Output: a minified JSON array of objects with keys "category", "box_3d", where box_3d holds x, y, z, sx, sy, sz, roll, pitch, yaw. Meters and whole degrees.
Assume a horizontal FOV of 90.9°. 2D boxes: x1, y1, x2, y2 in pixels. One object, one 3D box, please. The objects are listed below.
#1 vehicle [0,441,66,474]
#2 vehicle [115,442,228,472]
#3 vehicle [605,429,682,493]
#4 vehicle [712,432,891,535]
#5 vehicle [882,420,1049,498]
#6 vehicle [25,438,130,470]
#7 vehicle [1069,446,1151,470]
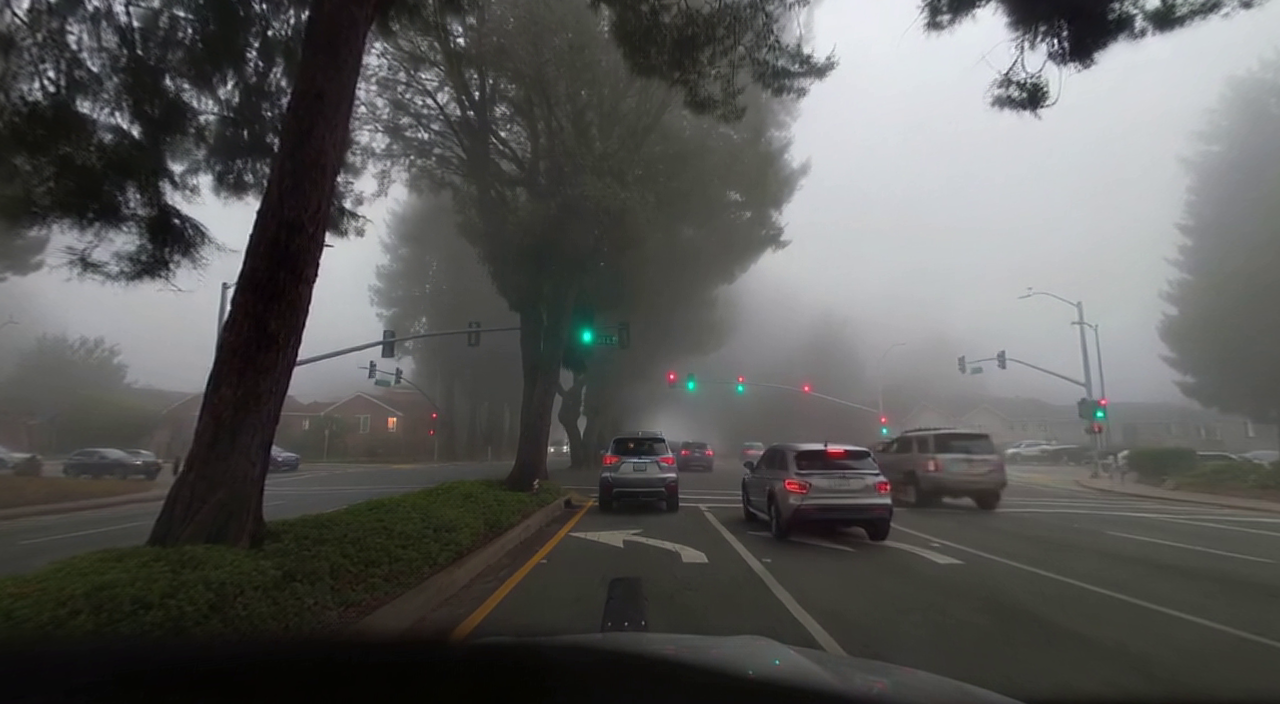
[{"category":"vehicle","box_3d":[-35.037,5.808,34.871,4.465,1.693,1.959,2,-9,-1]},{"category":"vehicle","box_3d":[-26.346,5.921,35.564,4.724,1.630,1.968,0,-8,-3]},{"category":"vehicle","box_3d":[0.024,3.239,19.087,2.099,1.705,4.020,0,-8,-2]},{"category":"vehicle","box_3d":[2.598,2.241,11.407,2.009,1.480,4.423,0,-8,-1]},{"category":"vehicle","box_3d":[9.348,3.124,18.790,2.207,1.990,5.173,0,-8,0]},{"category":"vehicle","box_3d":[-36.882,6.668,41.432,4.771,1.778,2.032,3,-8,-3]},{"category":"vehicle","box_3d":[33.067,7.427,44.419,4.215,1.618,1.949,0,-8,-2]}]
